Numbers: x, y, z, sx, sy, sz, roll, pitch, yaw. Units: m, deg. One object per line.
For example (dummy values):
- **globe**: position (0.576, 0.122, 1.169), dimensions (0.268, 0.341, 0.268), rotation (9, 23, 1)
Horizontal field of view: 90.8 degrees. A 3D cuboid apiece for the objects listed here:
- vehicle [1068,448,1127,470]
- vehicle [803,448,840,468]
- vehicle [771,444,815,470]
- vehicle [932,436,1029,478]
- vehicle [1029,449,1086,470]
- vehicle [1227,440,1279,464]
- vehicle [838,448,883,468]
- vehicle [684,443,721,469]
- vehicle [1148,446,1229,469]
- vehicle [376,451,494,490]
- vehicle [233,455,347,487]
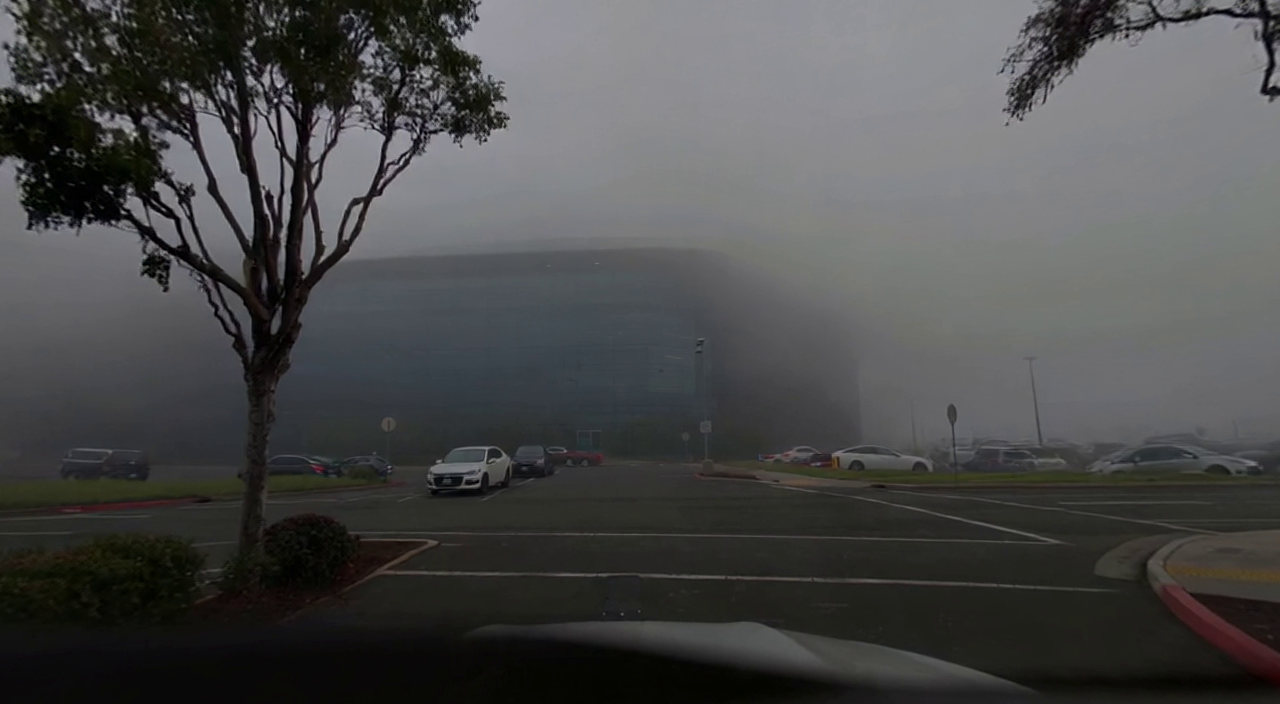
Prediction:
- **vehicle**: position (31.297, 7.308, 43.271), dimensions (1.519, 1.371, 3.278), rotation (0, -8, -1)
- **vehicle**: position (14.208, 8.300, 49.644), dimensions (1.935, 1.477, 3.719), rotation (0, -9, 3)
- **vehicle**: position (10.524, 7.204, 43.703), dimensions (1.936, 1.673, 4.305), rotation (0, -8, 0)
- **vehicle**: position (16.477, 5.093, 30.948), dimensions (2.048, 1.852, 4.998), rotation (0, -9, 1)
- **vehicle**: position (28.304, 7.286, 42.959), dimensions (1.495, 1.371, 3.336), rotation (-1, -9, -1)
- **vehicle**: position (43.061, 6.810, 43.086), dimensions (1.758, 1.572, 4.421), rotation (0, -8, 1)
- **vehicle**: position (17.053, 8.223, 49.069), dimensions (1.971, 1.478, 4.477), rotation (0, -8, 1)
- **vehicle**: position (4.597, 7.744, 47.286), dimensions (2.262, 1.794, 5.331), rotation (0, -8, 1)
- **vehicle**: position (37.016, 7.116, 42.776), dimensions (1.678, 1.423, 4.191), rotation (0, -8, -2)
- **vehicle**: position (-8.699, 4.972, 26.901), dimensions (4.442, 1.504, 1.809), rotation (4, -10, -28)
- **vehicle**: position (-16.742, 5.694, 30.356), dimensions (4.331, 1.437, 1.876), rotation (0, -8, 2)
